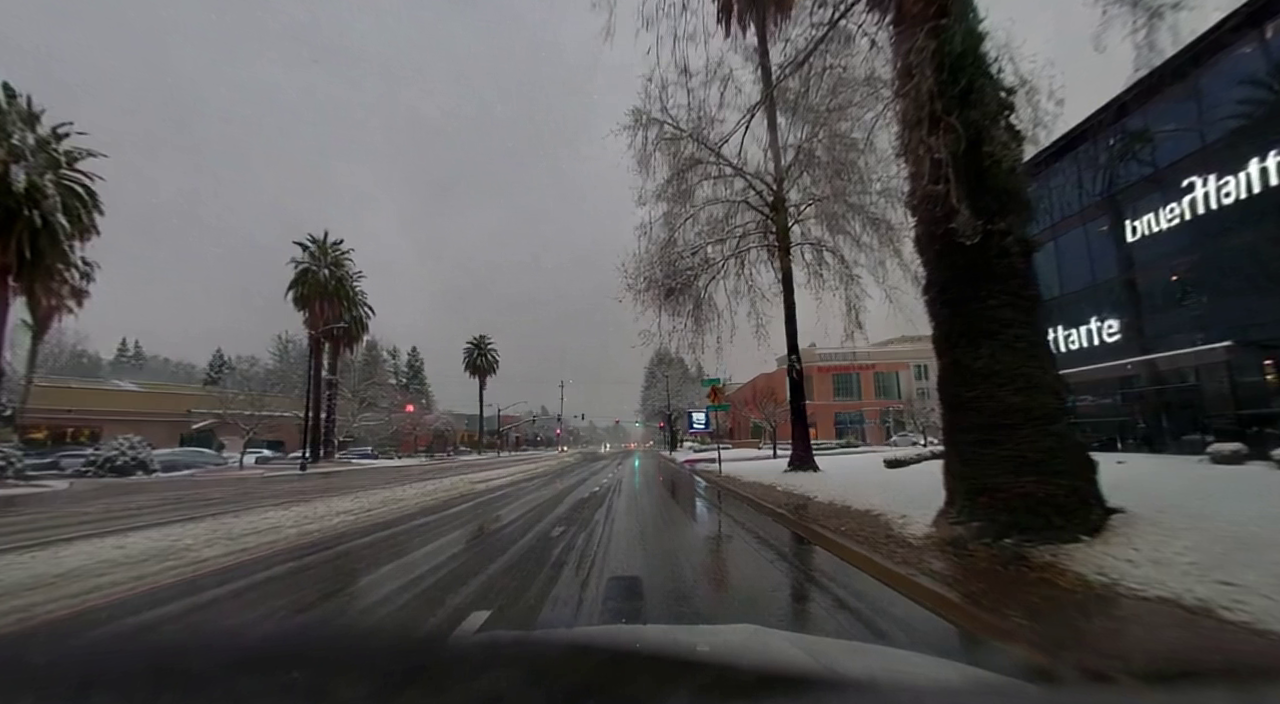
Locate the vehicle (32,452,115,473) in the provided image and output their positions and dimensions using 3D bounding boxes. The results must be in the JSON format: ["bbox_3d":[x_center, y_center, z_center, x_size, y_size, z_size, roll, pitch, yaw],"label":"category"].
[{"bbox_3d":[-42.550,8.269,47.220,4.314,1.510,1.964,0,-9,0],"label":"vehicle"}]

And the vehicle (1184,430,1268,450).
[{"bbox_3d":[45.323,6.825,48.609,4.390,1.549,2.015,0,-8,0],"label":"vehicle"}]

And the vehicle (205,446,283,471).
[{"bbox_3d":[-29.454,7.943,46.852,4.293,1.529,2.347,-4,-9,0],"label":"vehicle"}]
